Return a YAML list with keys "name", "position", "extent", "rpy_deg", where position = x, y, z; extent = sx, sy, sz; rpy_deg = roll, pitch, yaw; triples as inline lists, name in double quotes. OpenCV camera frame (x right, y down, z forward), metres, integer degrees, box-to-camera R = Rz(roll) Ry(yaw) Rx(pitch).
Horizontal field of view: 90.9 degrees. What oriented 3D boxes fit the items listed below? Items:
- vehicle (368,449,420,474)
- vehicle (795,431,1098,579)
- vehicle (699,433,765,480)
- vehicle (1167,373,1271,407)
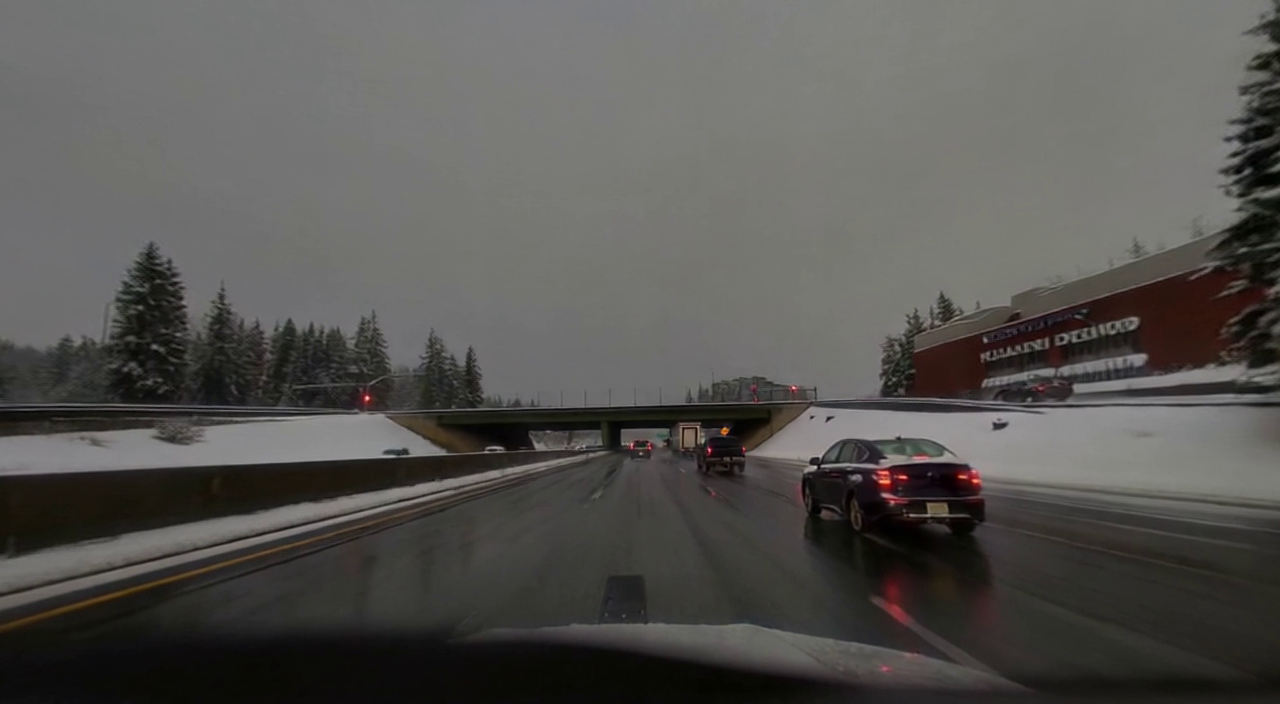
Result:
- name: "vehicle"
  position: [-18.243, 8.131, 47.040]
  extent: [2.027, 1.666, 4.508]
  rpy_deg: [0, -8, 1]
- name: "vehicle"
  position: [3.665, 1.885, 8.682]
  extent: [1.902, 1.481, 4.451]
  rpy_deg: [0, -8, 0]
- name: "vehicle"
  position: [3.906, 4.533, 27.674]
  extent: [2.086, 1.858, 4.737]
  rpy_deg: [0, -8, -1]
- name: "vehicle"
  position: [35.800, 2.418, 39.172]
  extent: [2.024, 1.757, 4.696]
  rpy_deg: [-1, -8, 1]
